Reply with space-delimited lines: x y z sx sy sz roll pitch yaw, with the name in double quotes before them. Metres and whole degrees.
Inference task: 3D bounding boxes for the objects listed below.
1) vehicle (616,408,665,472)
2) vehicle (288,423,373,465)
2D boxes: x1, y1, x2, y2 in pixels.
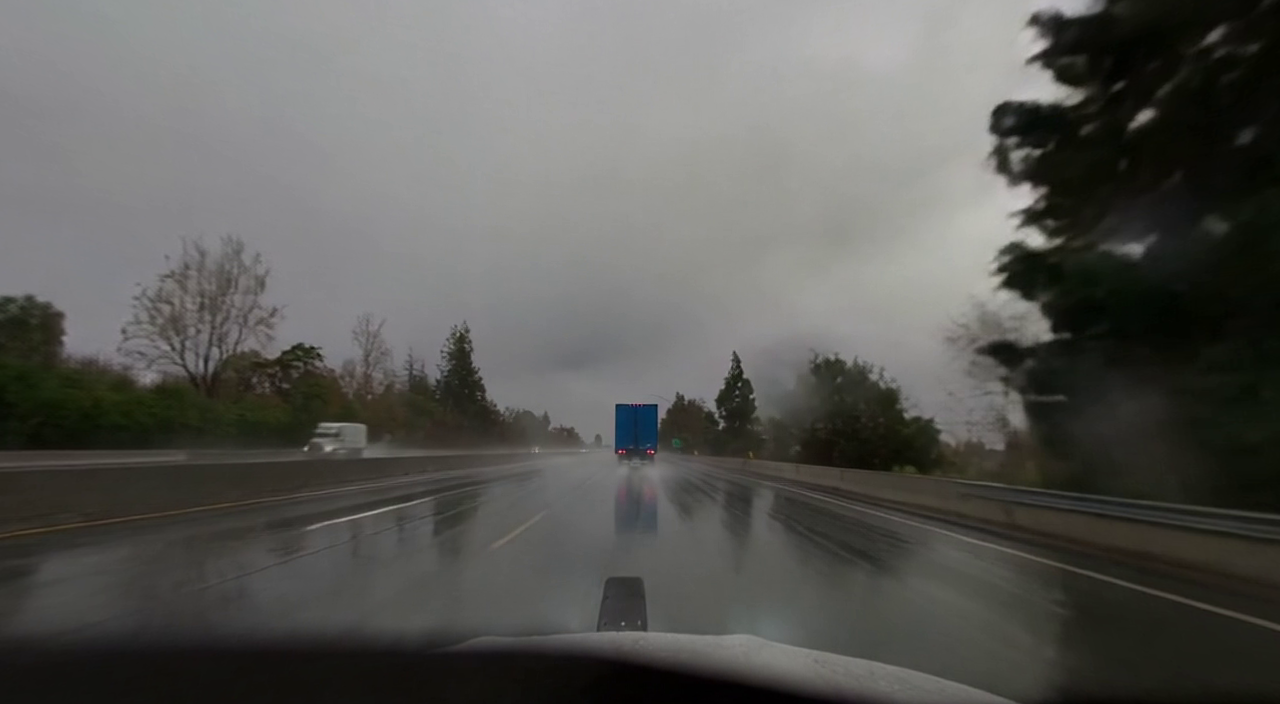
"vehicle" 0.010 6.254 44.438 2.982 3.947 11.075 0 -9 0
"vehicle" -22.823 6.886 46.906 2.525 2.836 7.355 0 -9 0
